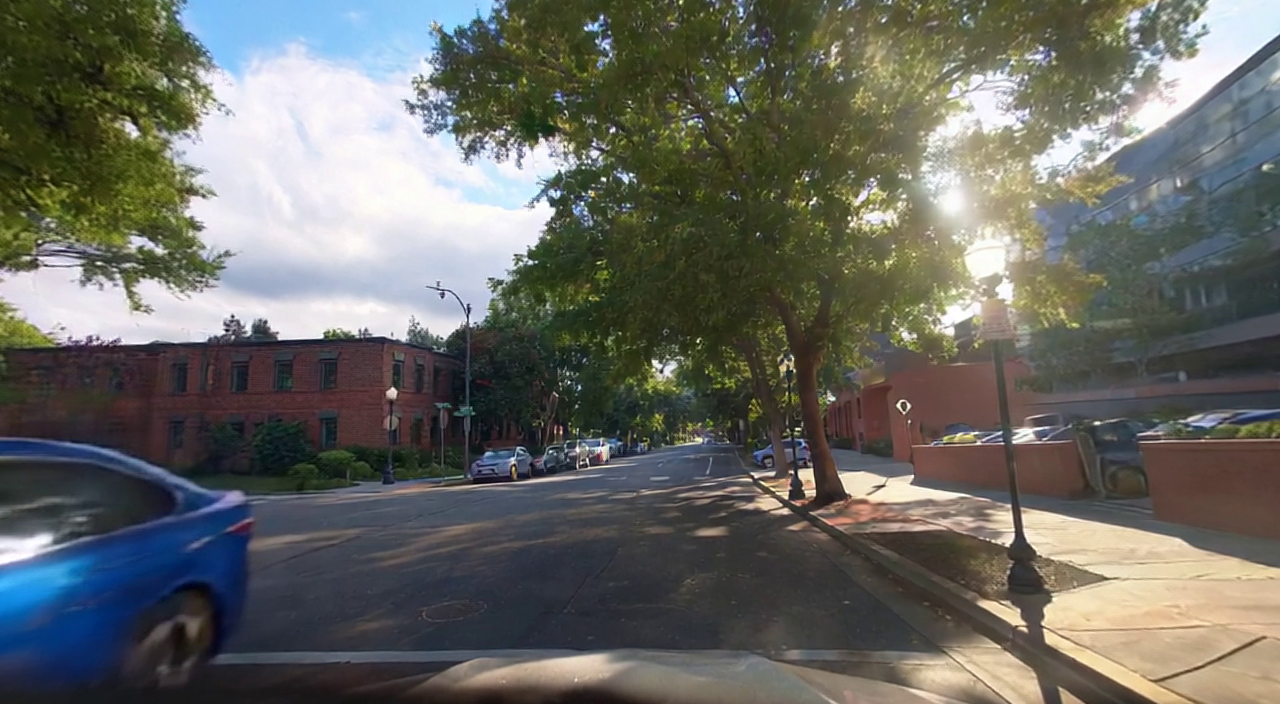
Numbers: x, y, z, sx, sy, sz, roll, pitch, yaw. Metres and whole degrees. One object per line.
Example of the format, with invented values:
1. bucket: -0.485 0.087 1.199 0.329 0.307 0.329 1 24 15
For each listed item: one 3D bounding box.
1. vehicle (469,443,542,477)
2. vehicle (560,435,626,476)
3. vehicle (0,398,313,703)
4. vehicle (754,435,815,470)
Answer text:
1. vehicle: -6.075 4.942 29.085 1.968 1.443 4.358 -1 -9 6
2. vehicle: -1.974 4.572 28.126 2.110 1.651 4.410 -1 -9 7
3. vehicle: -3.527 0.937 2.413 2.056 1.508 4.596 0 -9 1
4. vehicle: 6.685 4.689 29.696 1.918 1.461 4.419 -1 -8 1
